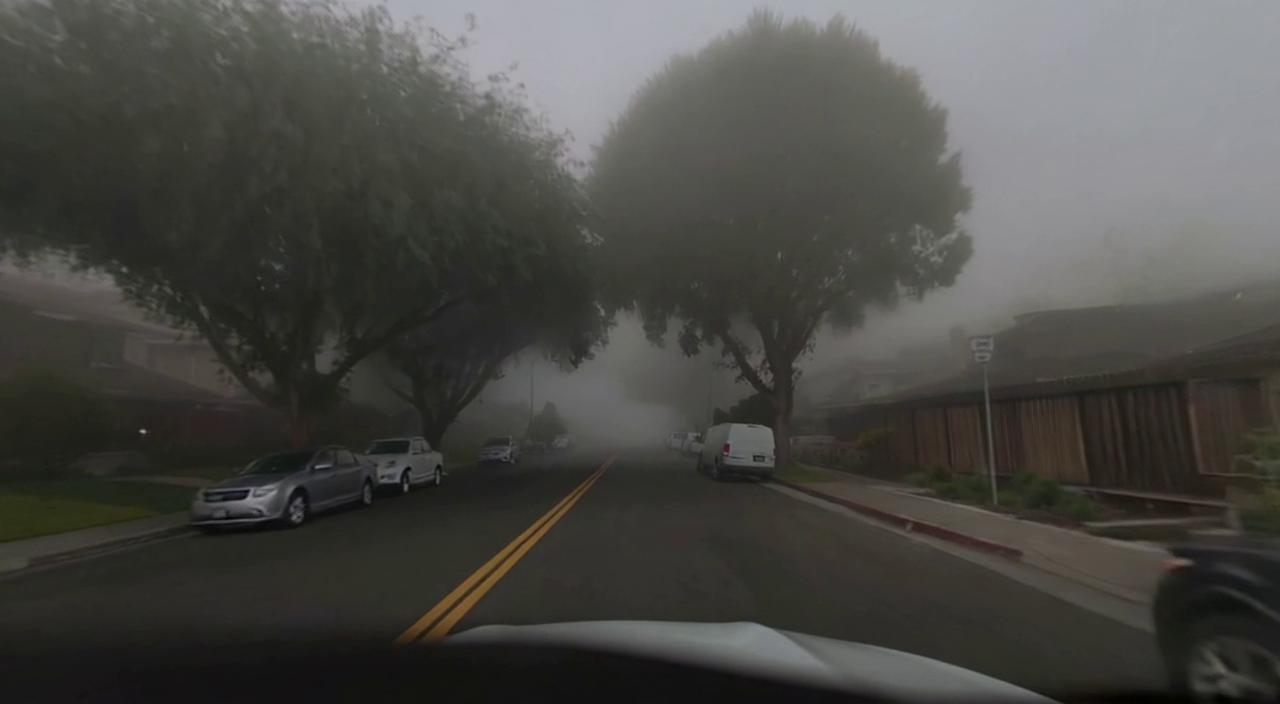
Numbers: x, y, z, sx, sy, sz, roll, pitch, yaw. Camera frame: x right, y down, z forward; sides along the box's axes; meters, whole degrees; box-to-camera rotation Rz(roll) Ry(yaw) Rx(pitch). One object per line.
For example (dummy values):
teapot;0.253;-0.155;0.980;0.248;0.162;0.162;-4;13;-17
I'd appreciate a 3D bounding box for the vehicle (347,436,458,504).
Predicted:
vehicle;-6.236;3.077;16.929;1.758;1.519;3.396;-3;-7;-2

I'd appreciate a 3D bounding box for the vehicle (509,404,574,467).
vehicle;-6.198;5.428;41.047;2.896;3.648;8.004;0;-8;0

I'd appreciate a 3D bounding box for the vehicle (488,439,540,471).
vehicle;-6.355;5.227;32.265;1.921;1.470;4.068;0;-8;-2

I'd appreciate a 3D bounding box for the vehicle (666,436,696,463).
vehicle;3.026;7.297;47.459;1.965;1.855;4.677;0;-8;0

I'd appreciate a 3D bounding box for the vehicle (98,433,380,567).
vehicle;-6.294;2.262;10.730;1.901;1.472;4.676;-2;-5;-2

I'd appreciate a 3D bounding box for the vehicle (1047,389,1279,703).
vehicle;3.159;0.724;1.046;1.916;1.484;4.638;0;-8;1

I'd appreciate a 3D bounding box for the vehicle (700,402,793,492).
vehicle;3.269;3.010;20.377;2.215;2.542;4.550;-1;-7;1
